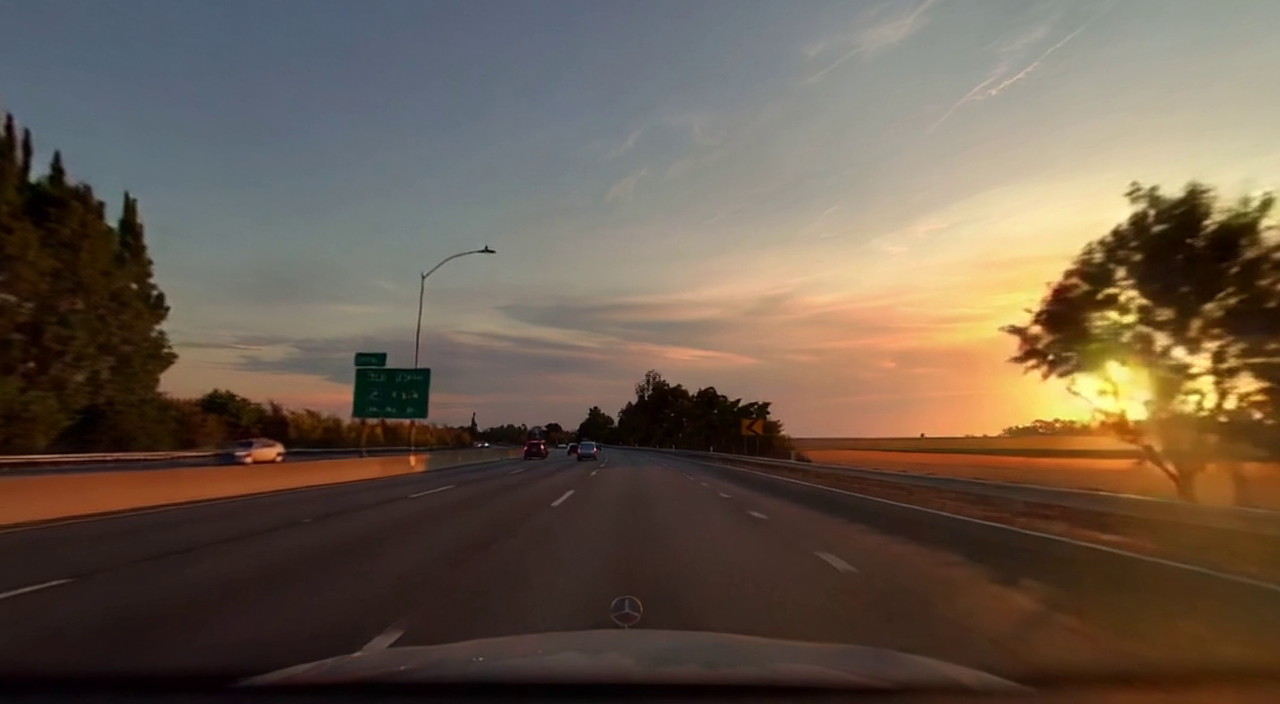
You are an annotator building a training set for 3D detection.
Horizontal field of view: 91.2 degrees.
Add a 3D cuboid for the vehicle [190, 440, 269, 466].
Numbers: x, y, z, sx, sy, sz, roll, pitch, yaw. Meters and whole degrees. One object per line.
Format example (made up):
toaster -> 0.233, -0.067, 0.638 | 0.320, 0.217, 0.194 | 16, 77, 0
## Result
vehicle -> -25.748, 6.346, 39.596 | 1.901, 1.571, 4.660 | 0, -8, -1
